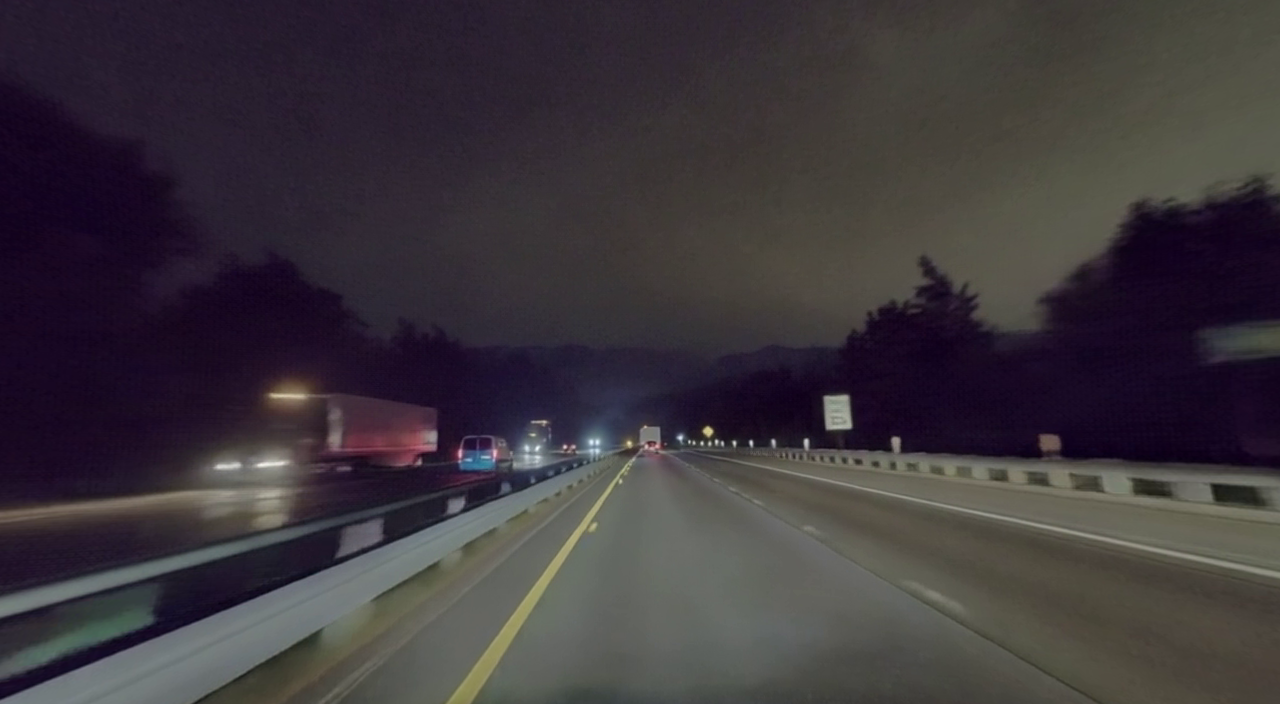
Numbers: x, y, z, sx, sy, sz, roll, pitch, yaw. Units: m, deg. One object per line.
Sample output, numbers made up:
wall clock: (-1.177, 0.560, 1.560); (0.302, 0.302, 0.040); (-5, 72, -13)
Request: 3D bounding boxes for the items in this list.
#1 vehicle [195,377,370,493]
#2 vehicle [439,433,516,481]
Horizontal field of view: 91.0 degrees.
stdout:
vehicle: (-14.121, 3.406, 25.694); (3.090, 4.025, 6.471); (1, -8, 1)
vehicle: (-6.944, 4.530, 27.432); (2.068, 1.897, 4.372); (0, -8, 1)
